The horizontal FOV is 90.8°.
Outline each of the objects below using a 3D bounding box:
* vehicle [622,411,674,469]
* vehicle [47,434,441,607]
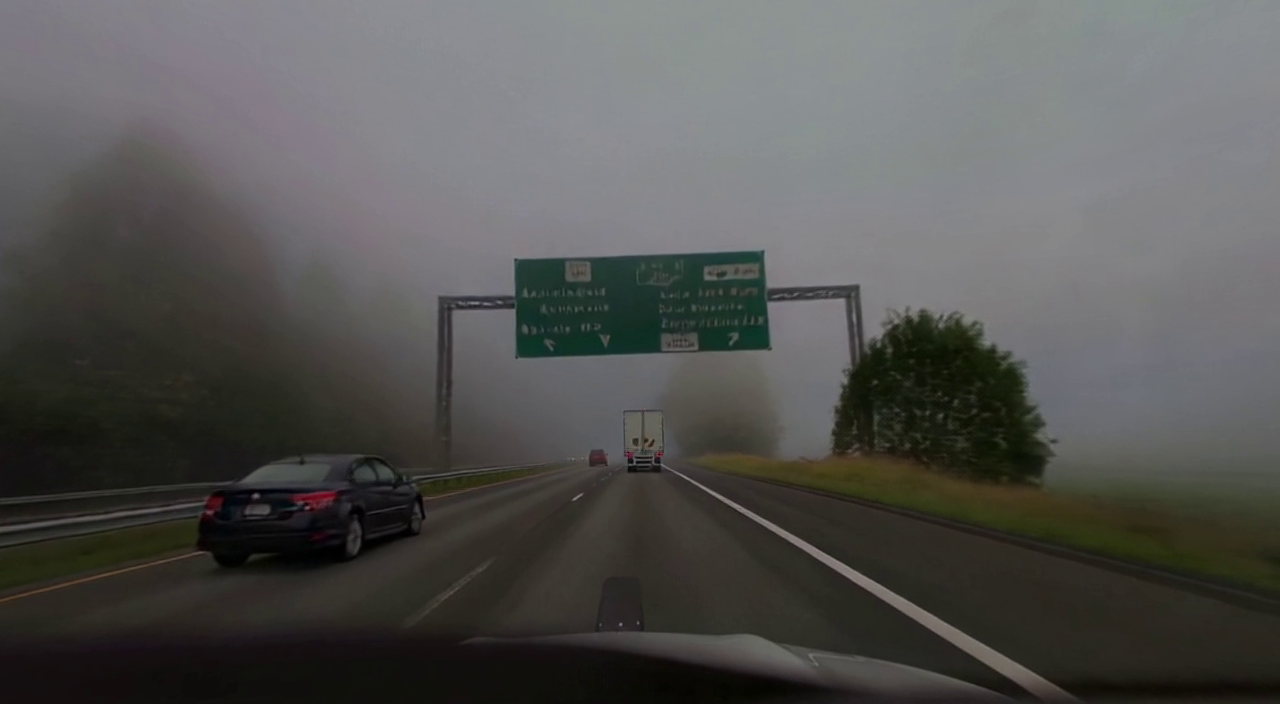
[{"bbox_3d":[0.356,7.067,49.542,3.341,3.725,18.015,0,-9,-1],"label":"vehicle"},{"bbox_3d":[-4.085,1.785,7.598,1.968,1.460,4.227,0,-9,0],"label":"vehicle"}]
